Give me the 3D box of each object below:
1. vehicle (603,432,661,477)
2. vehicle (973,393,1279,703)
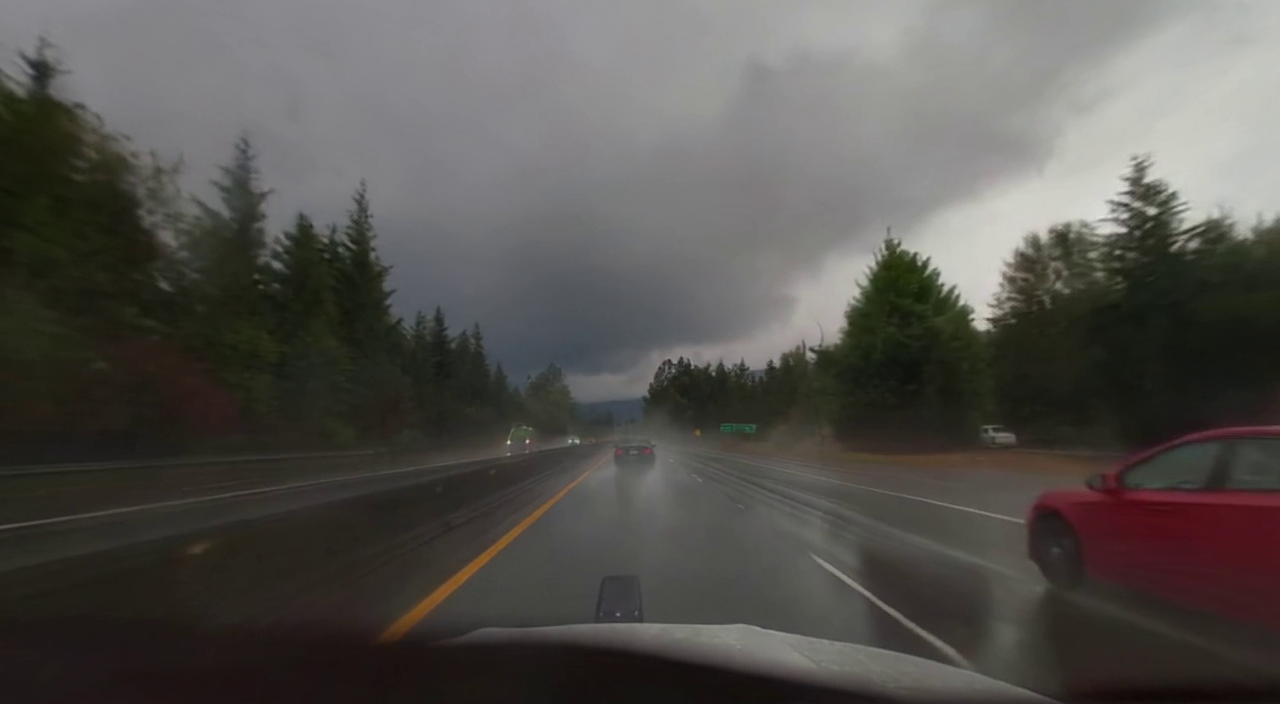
[{"bbox_3d":[-0.283,3.634,22.690,1.897,1.479,3.724,0,-8,-1],"label":"vehicle"},{"bbox_3d":[4.109,1.029,3.561,2.010,1.508,4.285,0,-8,-1],"label":"vehicle"}]
